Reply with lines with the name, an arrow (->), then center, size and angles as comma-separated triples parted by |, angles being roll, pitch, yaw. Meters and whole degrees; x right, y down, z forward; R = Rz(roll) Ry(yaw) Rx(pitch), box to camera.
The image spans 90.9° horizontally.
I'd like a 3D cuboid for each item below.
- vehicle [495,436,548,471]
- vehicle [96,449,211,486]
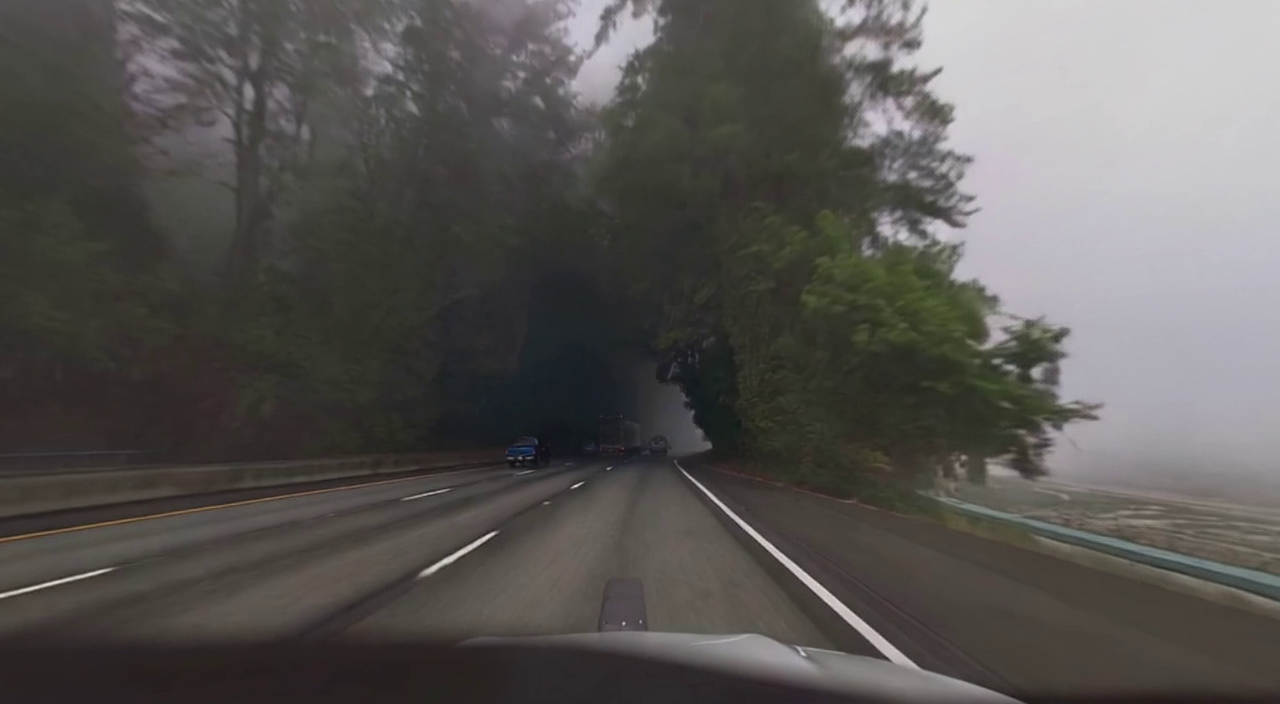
vehicle -> -6.878, 5.944, 37.171 | 2.149, 1.884, 4.627 | 0, -8, 1
vehicle -> -25.773, 6.105, 33.696 | 2.131, 1.760, 4.854 | 0, -8, 2
